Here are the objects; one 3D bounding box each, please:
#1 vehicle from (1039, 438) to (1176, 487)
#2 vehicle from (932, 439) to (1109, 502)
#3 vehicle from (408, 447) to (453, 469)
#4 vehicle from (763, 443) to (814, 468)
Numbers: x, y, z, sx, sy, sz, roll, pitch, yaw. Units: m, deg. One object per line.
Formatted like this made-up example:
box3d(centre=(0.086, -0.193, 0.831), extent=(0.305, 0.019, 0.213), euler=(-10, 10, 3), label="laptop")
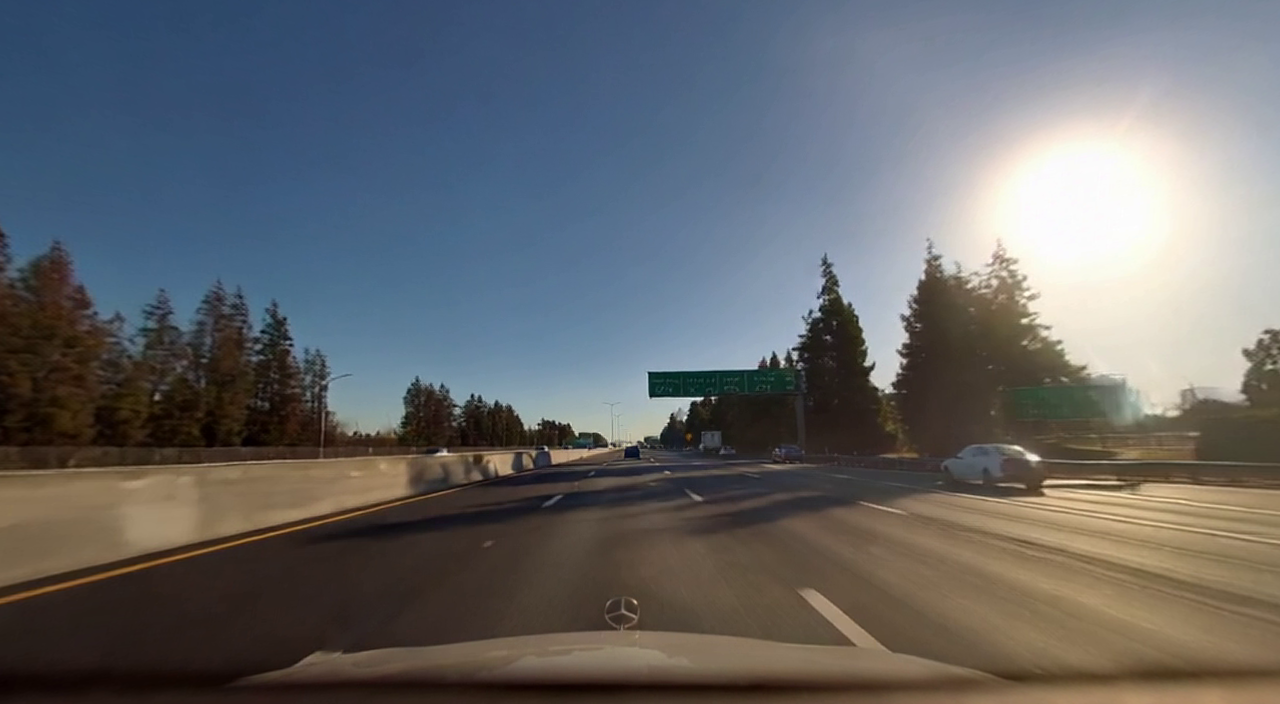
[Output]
box3d(centre=(15.793, 3.729, 21.571), extent=(2.354, 1.516, 3.035), euler=(0, -8, 3), label="vehicle")
box3d(centre=(10.526, 3.296, 18.071), extent=(1.962, 1.536, 4.945), euler=(1, -9, -1), label="vehicle")
box3d(centre=(-14.800, 7.519, 44.839), extent=(1.895, 1.444, 3.835), euler=(0, -9, 0), label="vehicle")
box3d(centre=(9.641, 6.750, 41.309), extent=(2.075, 1.496, 4.573), euler=(1, -9, -2), label="vehicle")
